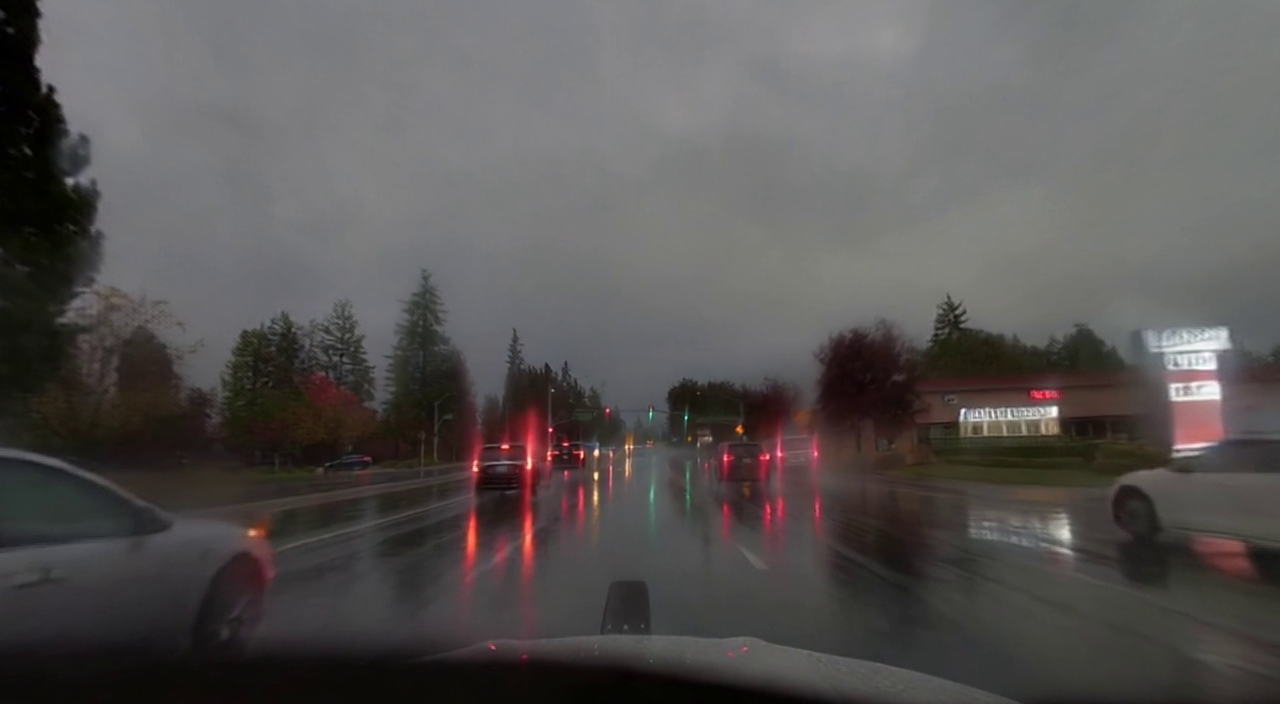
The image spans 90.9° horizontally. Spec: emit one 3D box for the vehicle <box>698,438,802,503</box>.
[{"bbox_3d":[2.819,3.126,17.112,2.004,1.512,4.206,0,-8,-1],"label":"vehicle"}]

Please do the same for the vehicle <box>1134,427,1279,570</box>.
[{"bbox_3d":[8.141,1.658,7.232,2.070,1.547,4.941,-2,-9,16],"label":"vehicle"}]

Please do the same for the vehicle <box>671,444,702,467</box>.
[{"bbox_3d":[3.461,7.748,47.399,2.030,1.628,4.080,0,-9,0],"label":"vehicle"}]

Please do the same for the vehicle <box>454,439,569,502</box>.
[{"bbox_3d":[-3.335,3.179,17.393,2.087,1.494,4.626,0,-8,2],"label":"vehicle"}]

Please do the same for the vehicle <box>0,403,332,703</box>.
[{"bbox_3d":[-3.207,0.921,2.246,1.952,1.457,4.372,0,-8,1],"label":"vehicle"}]

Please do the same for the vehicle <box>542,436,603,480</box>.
[{"bbox_3d":[-2.986,4.794,28.787,2.187,1.825,4.621,0,-8,1],"label":"vehicle"}]

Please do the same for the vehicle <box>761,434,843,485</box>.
[{"bbox_3d":[6.012,4.046,23.970,1.979,1.738,4.418,0,-8,0],"label":"vehicle"}]
